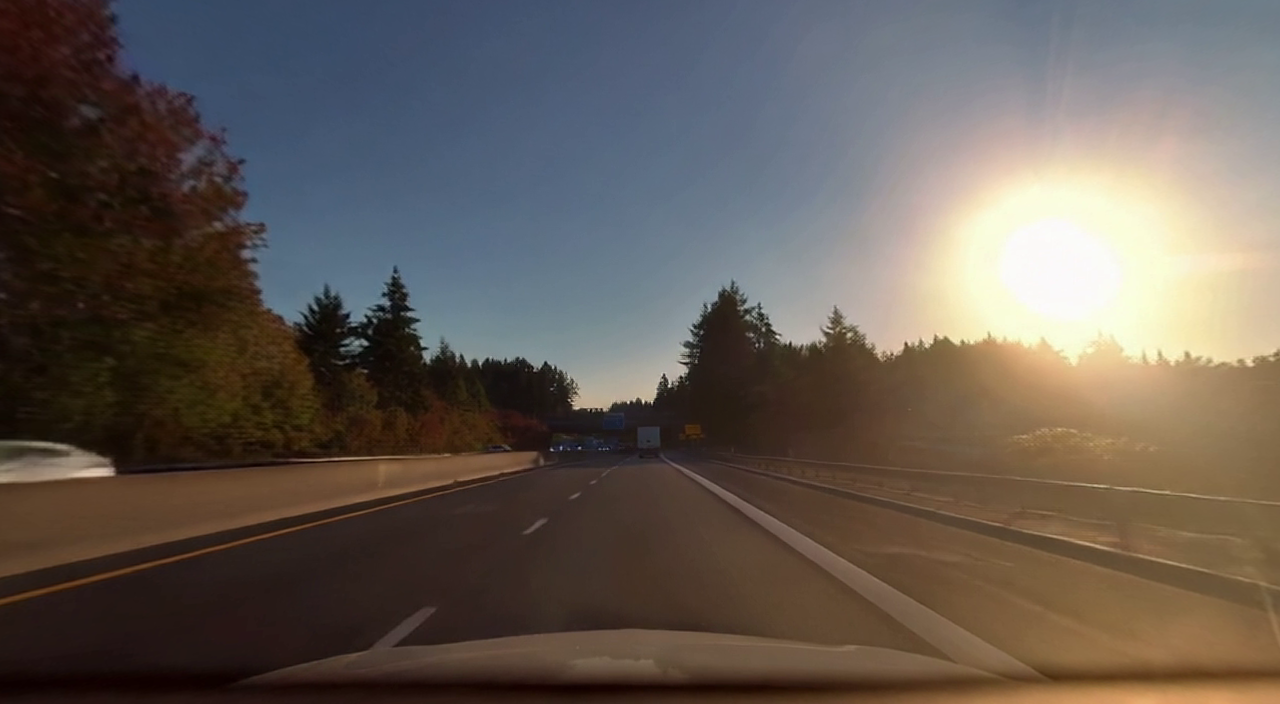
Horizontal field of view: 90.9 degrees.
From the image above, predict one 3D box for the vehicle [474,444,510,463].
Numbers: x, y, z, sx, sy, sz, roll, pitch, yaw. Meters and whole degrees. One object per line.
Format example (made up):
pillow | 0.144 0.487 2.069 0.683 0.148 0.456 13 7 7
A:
vehicle | -11.459 7.887 48.992 1.761 1.451 3.782 0 -9 1
